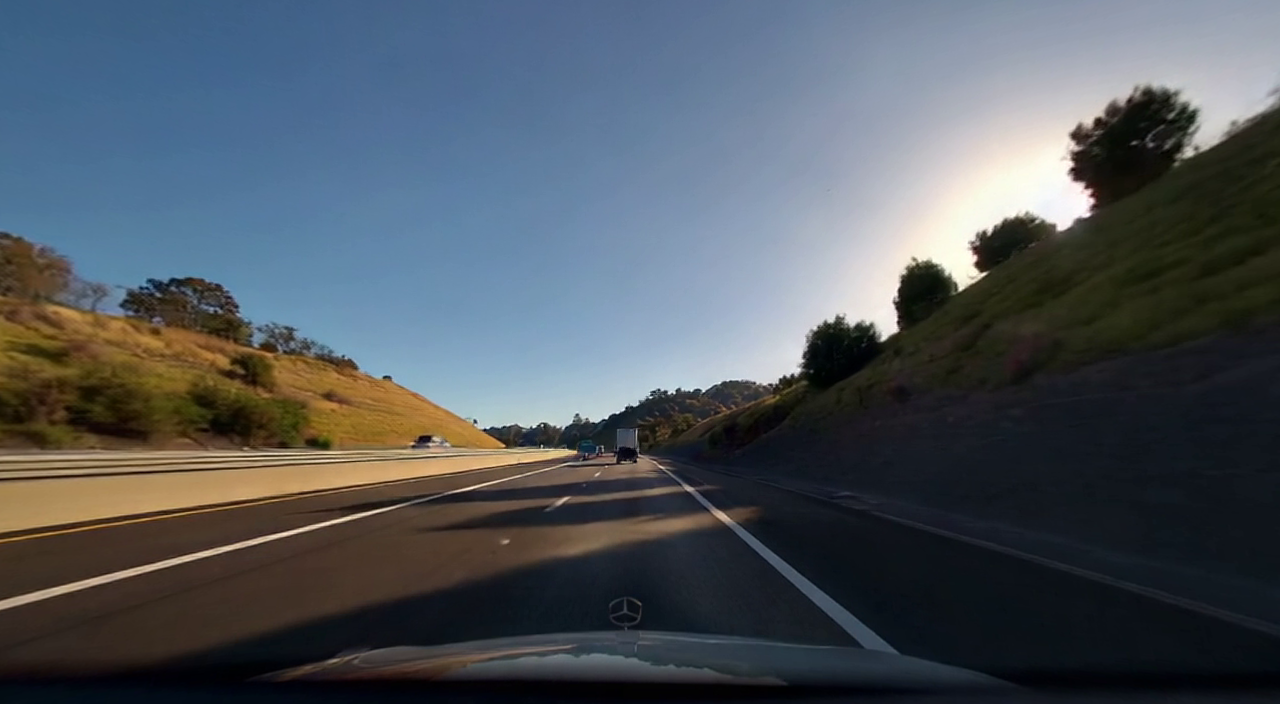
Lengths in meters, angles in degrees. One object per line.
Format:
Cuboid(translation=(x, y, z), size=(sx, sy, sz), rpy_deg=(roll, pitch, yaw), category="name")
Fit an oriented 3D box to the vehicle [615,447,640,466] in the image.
Cuboid(translation=(-0.969, 8.132, 49.206), size=(1.891, 1.456, 3.806), rpy_deg=(0, -9, 0), category="vehicle")
